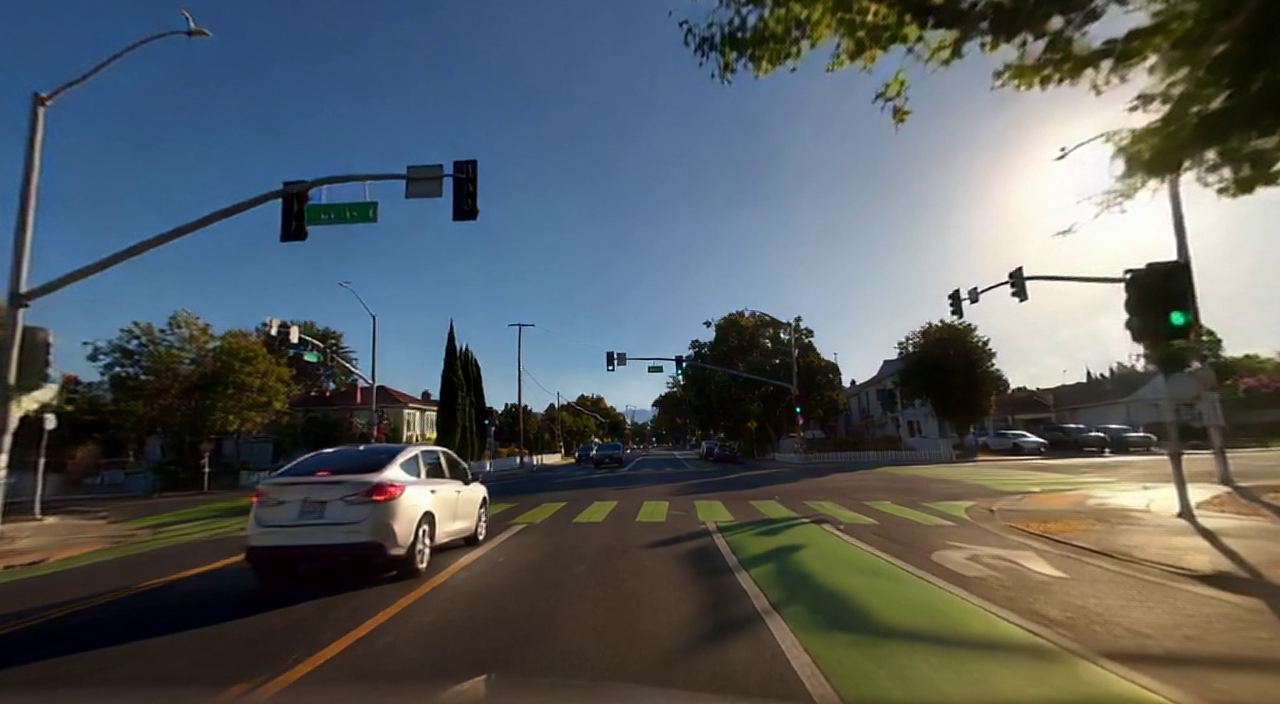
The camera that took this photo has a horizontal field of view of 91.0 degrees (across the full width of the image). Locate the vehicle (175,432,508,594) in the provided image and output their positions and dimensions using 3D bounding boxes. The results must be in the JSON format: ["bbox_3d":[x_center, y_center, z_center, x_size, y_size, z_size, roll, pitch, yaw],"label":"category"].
[{"bbox_3d":[-3.304,1.876,8.310,1.904,1.489,4.746,0,-9,2],"label":"vehicle"}]

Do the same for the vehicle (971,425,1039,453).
[{"bbox_3d":[24.013,5.793,41.563,1.964,1.759,4.583,-1,-9,4],"label":"vehicle"}]

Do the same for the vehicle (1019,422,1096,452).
[{"bbox_3d":[27.165,5.618,41.141,2.033,1.821,4.542,0,-9,3],"label":"vehicle"}]

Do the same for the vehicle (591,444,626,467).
[{"bbox_3d":[-2.107,7.019,42.931,1.982,1.472,4.103,-1,-9,3],"label":"vehicle"}]

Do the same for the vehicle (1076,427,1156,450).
[{"bbox_3d":[30.979,5.707,41.176,1.837,1.396,4.695,-1,-9,5],"label":"vehicle"}]

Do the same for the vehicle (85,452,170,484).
[{"bbox_3d":[-35.088,7.928,43.290,1.979,2.043,4.543,0,-9,0],"label":"vehicle"}]
